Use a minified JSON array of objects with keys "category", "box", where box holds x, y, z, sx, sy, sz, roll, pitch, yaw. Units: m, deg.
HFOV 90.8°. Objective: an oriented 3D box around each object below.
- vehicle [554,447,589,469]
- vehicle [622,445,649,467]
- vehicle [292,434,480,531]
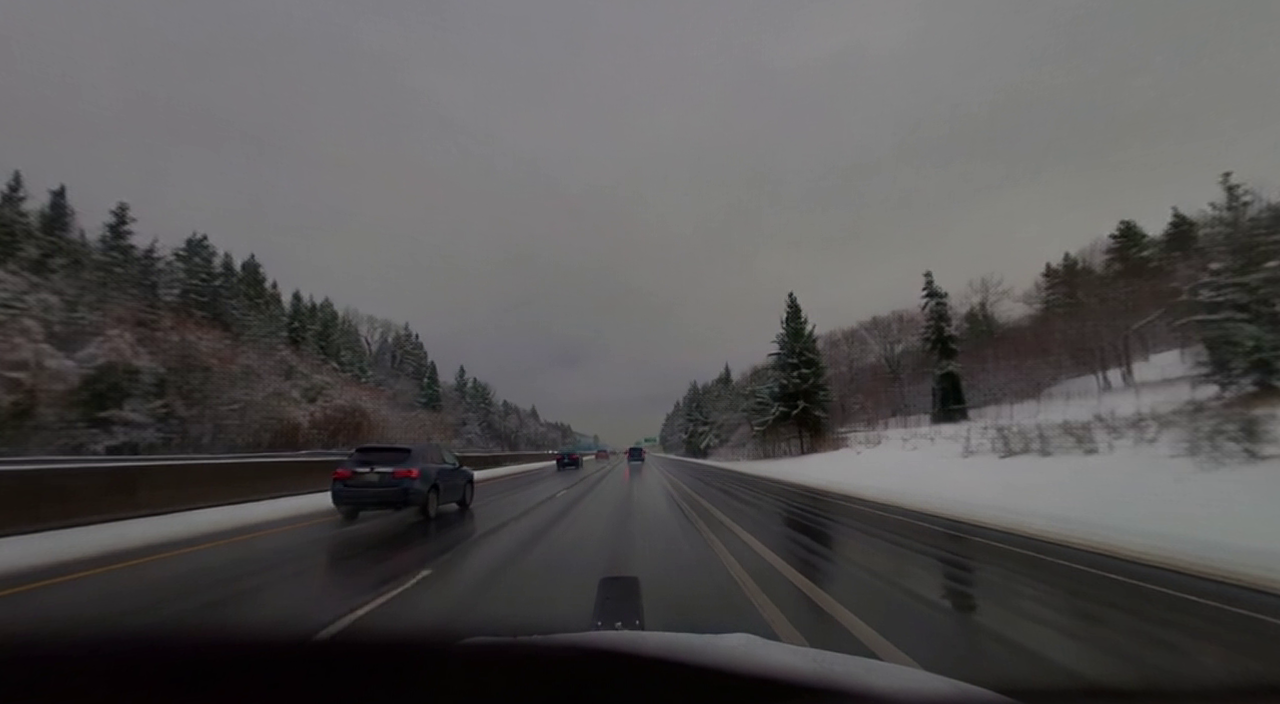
[{"category":"vehicle","box":[-4.806,7.466,44.730,2.052,1.468,4.390,0,-9,0]},{"category":"vehicle","box":[-0.396,8.196,49.917,2.070,1.603,4.806,0,-9,-1]},{"category":"vehicle","box":[-4.577,2.399,12.203,1.838,1.508,4.317,0,-9,0]}]
